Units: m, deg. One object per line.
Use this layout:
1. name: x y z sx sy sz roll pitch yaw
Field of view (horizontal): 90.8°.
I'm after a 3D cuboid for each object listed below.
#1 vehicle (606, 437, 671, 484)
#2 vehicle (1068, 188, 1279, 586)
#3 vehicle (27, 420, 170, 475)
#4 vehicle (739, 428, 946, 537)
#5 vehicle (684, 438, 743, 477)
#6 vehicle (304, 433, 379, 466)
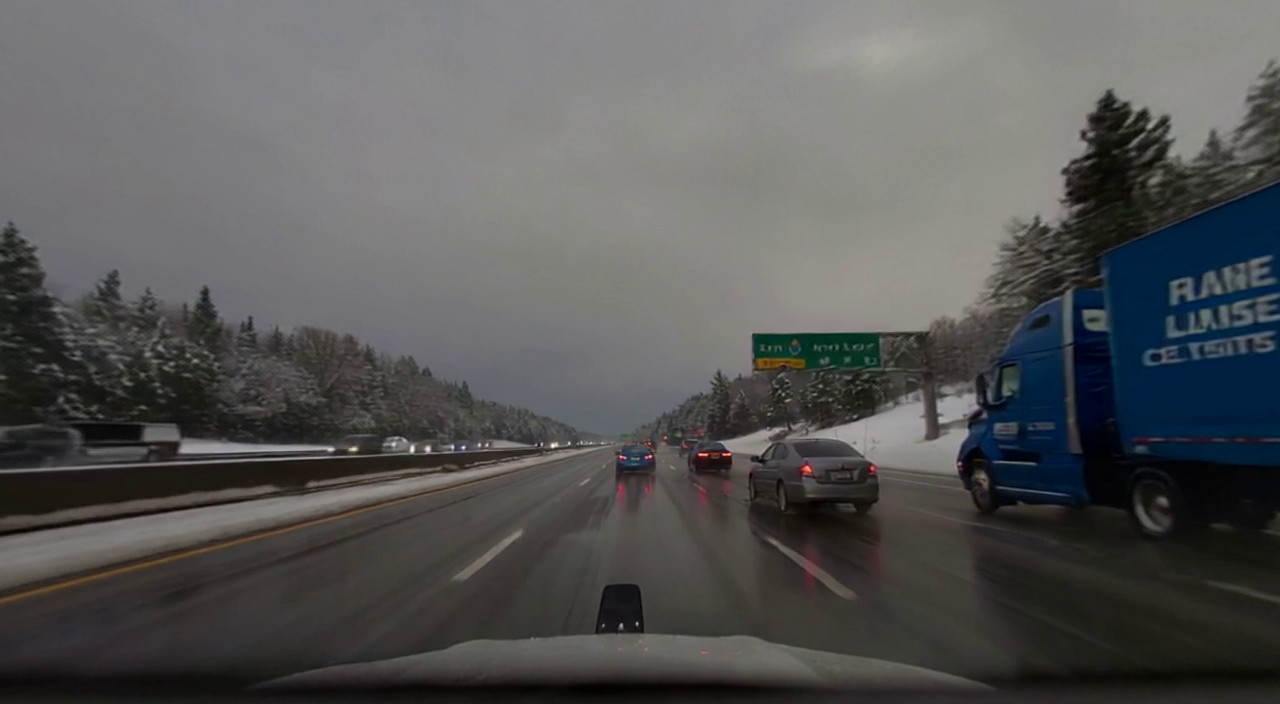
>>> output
1. vehicle: -0.075 3.782 22.324 2.098 1.475 3.997 0 -9 -1
2. vehicle: 7.376 0.070 4.203 2.799 3.655 8.627 0 -9 -1
3. vehicle: -25.721 4.578 30.351 2.546 2.417 4.759 0 -9 0
4. vehicle: 3.220 2.192 11.287 1.993 1.504 4.781 0 -9 -2
5. vehicle: 2.981 4.402 26.597 1.856 1.517 4.198 0 -9 -2
6. vehicle: -17.780 5.835 37.914 2.118 1.795 4.929 0 -9 0
